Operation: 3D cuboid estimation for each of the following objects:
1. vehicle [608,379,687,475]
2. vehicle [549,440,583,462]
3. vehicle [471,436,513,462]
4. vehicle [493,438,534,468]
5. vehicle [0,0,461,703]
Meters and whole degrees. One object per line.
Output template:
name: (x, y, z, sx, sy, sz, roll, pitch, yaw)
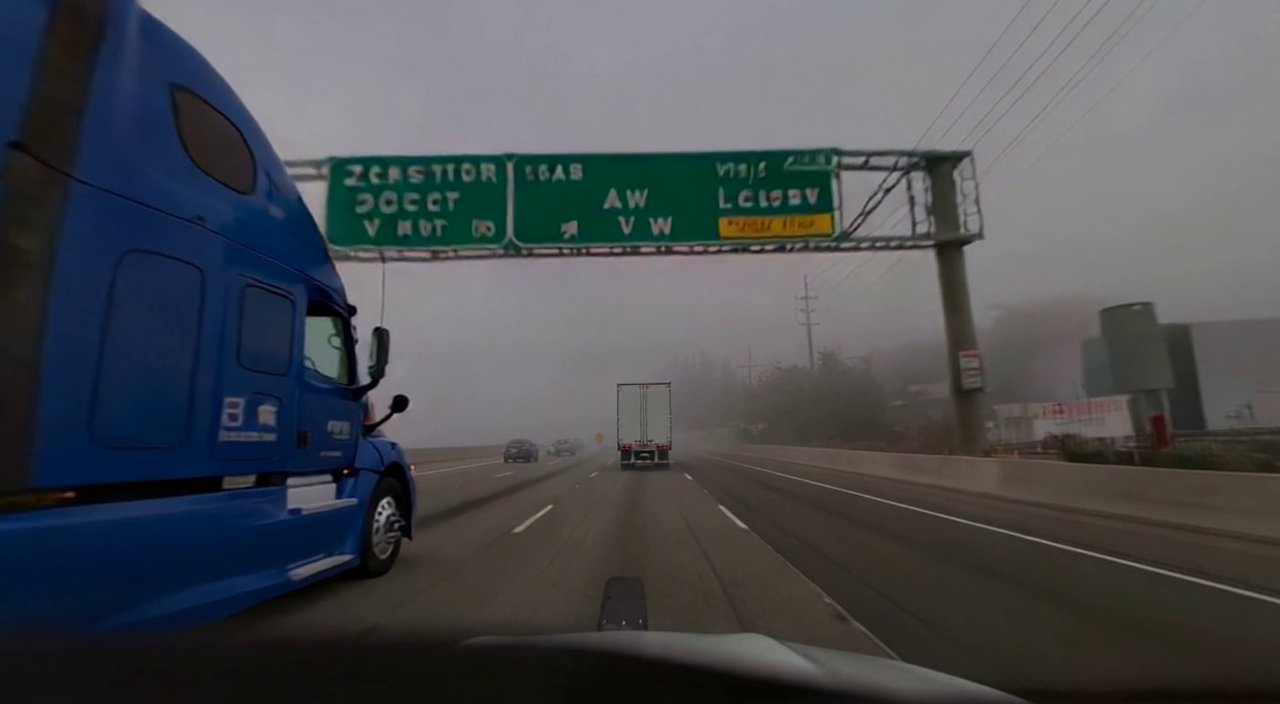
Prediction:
vehicle: (0.274, 3.540, 28.614, 2.941, 3.604, 9.851, 0, -9, 0)
vehicle: (-5.166, 6.964, 44.504, 1.933, 1.459, 4.478, 0, -9, -2)
vehicle: (-10.763, 7.118, 46.283, 1.969, 1.757, 4.453, 0, -9, 1)
vehicle: (-7.100, 5.693, 35.612, 1.736, 1.580, 2.778, 0, -9, 0)
vehicle: (-3.991, 0.105, 3.994, 3.061, 3.891, 8.658, 0, -9, 0)
